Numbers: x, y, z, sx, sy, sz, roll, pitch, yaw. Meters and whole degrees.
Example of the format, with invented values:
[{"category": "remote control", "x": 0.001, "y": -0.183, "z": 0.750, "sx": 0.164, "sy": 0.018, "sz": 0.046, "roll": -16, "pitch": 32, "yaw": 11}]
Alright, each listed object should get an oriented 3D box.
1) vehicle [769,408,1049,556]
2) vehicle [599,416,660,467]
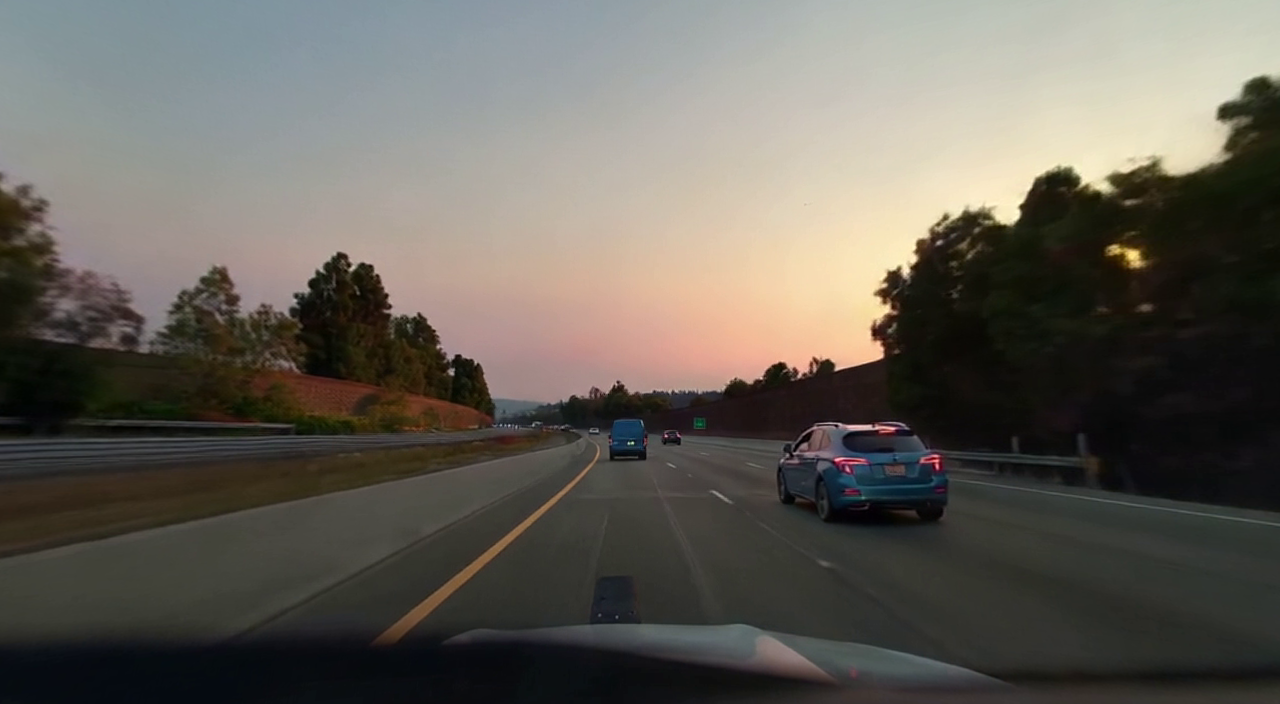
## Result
[{"category": "vehicle", "x": 3.367, "y": 1.693, "z": 8.967, "sx": 2.078, "sy": 1.600, "sz": 4.012, "roll": 0, "pitch": -8, "yaw": -2}, {"category": "vehicle", "x": -0.483, "y": 3.865, "z": 27.252, "sx": 2.403, "sy": 1.994, "sz": 4.683, "roll": 0, "pitch": -8, "yaw": -2}]
